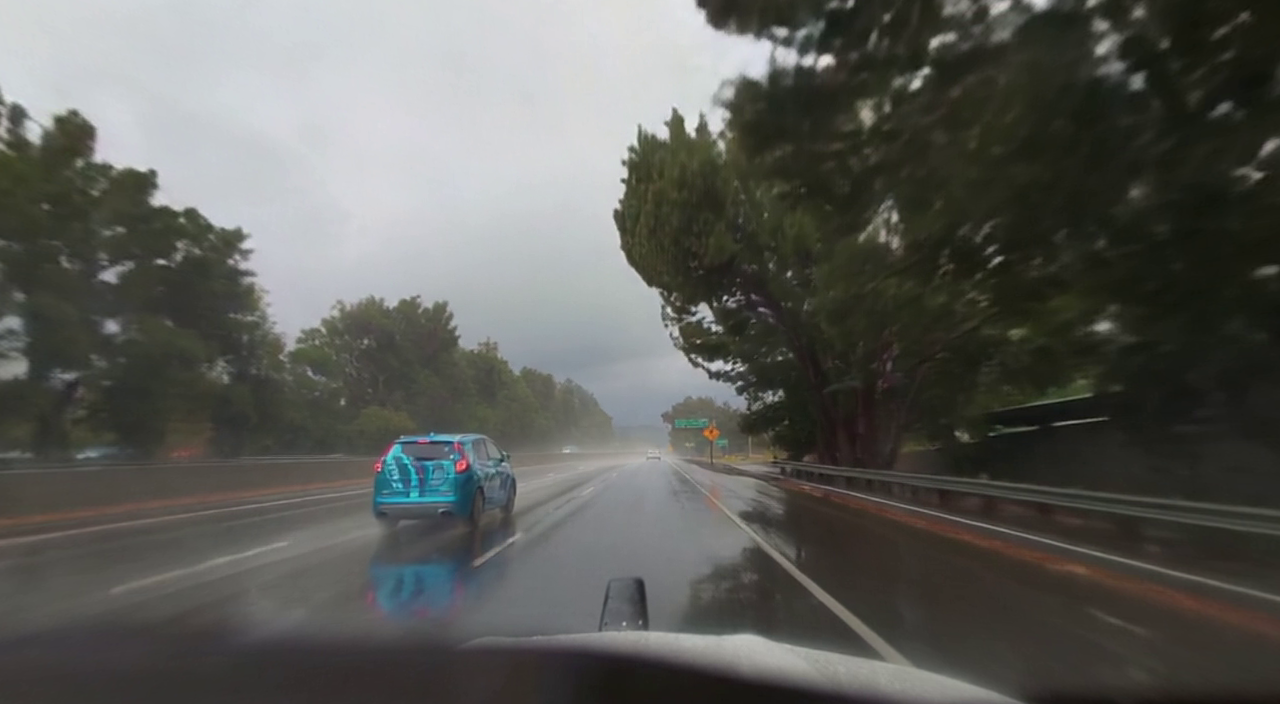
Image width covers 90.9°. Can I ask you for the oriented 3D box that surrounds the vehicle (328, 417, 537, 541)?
[{"bbox_3d":[-3.441,2.215,11.687,2.183,1.803,4.685,0,-8,1],"label":"vehicle"}]
